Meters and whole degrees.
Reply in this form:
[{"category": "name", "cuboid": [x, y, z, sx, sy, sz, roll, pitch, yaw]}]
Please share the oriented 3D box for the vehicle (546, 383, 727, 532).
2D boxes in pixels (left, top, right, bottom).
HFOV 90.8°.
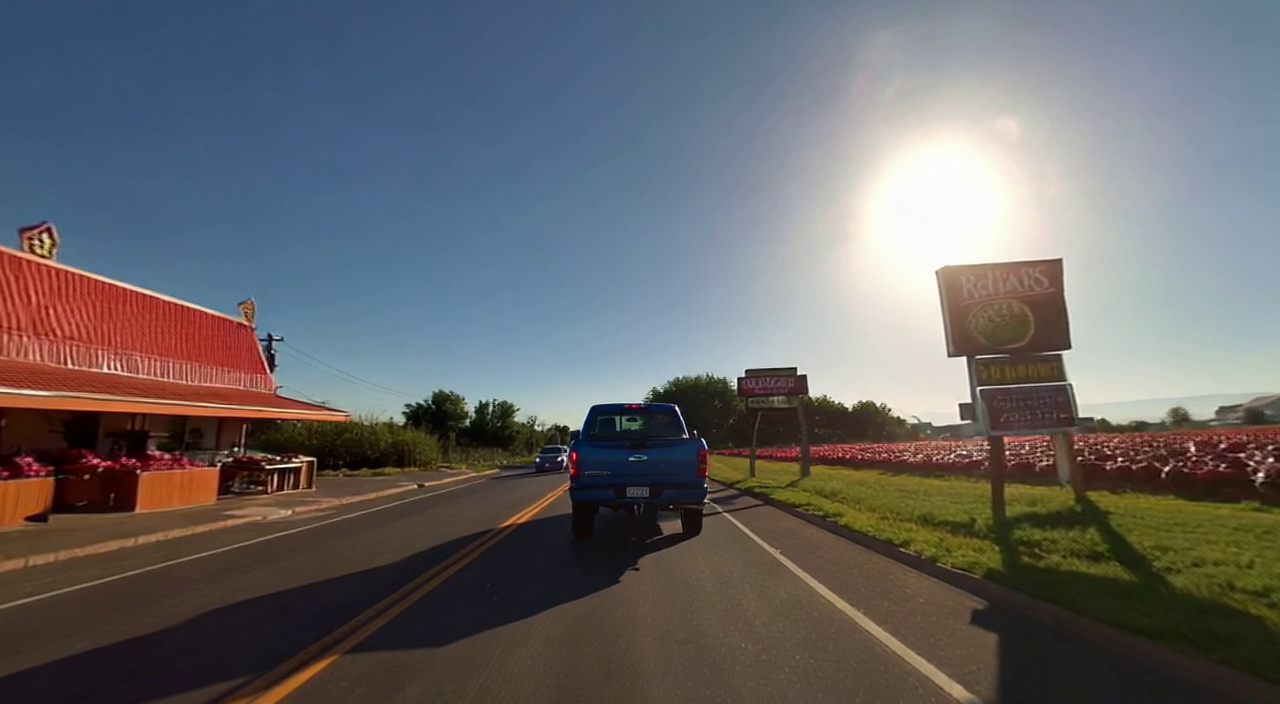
[{"category": "vehicle", "cuboid": [-0.118, 2.003, 12.443, 2.693, 2.223, 5.885, 0, -8, -1]}]
